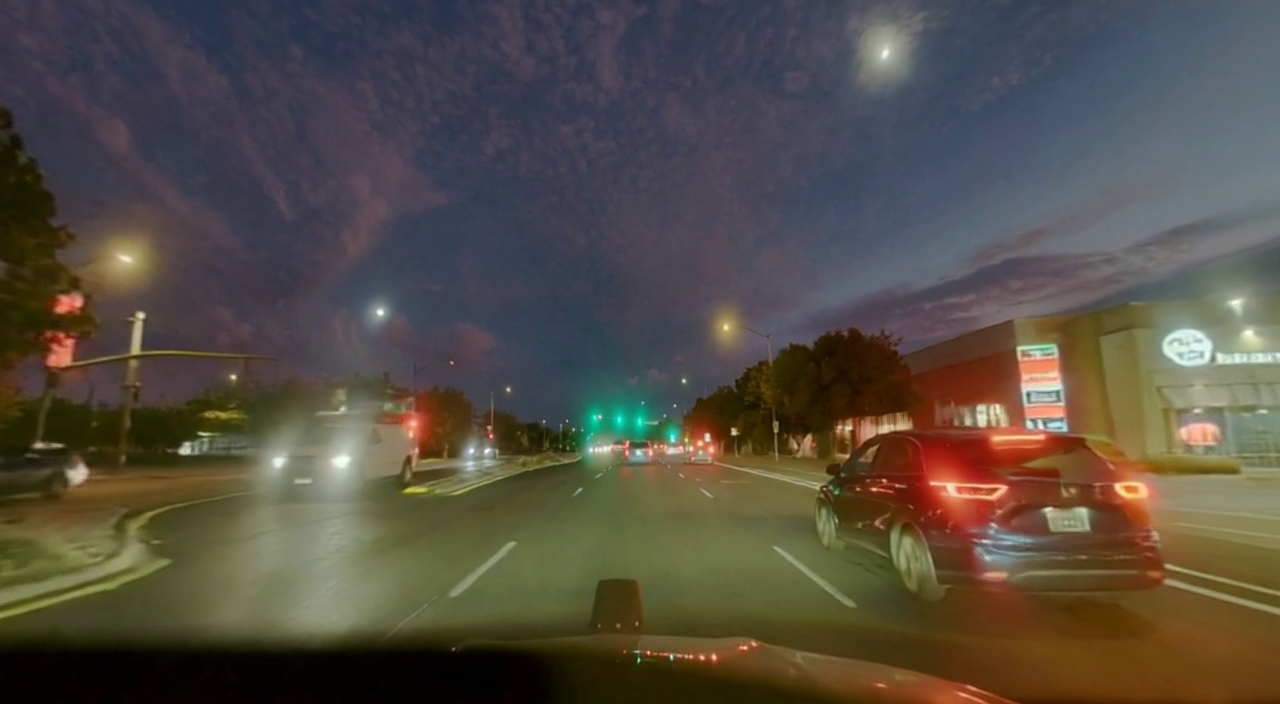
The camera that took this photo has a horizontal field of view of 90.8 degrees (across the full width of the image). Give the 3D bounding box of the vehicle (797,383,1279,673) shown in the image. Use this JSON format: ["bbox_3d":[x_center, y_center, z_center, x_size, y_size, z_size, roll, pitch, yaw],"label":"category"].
[{"bbox_3d":[3.057,1.352,5.960,1.969,1.682,4.387,0,-9,0],"label":"vehicle"}]

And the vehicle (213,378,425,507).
[{"bbox_3d":[-7.309,2.210,15.411,2.334,2.525,5.893,0,-9,-4],"label":"vehicle"}]

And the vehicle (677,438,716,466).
[{"bbox_3d":[3.544,6.359,40.218,2.085,1.668,4.077,0,-9,-1],"label":"vehicle"}]

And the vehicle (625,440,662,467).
[{"bbox_3d":[0.130,5.962,37.203,2.023,1.532,3.891,0,-9,-2],"label":"vehicle"}]
